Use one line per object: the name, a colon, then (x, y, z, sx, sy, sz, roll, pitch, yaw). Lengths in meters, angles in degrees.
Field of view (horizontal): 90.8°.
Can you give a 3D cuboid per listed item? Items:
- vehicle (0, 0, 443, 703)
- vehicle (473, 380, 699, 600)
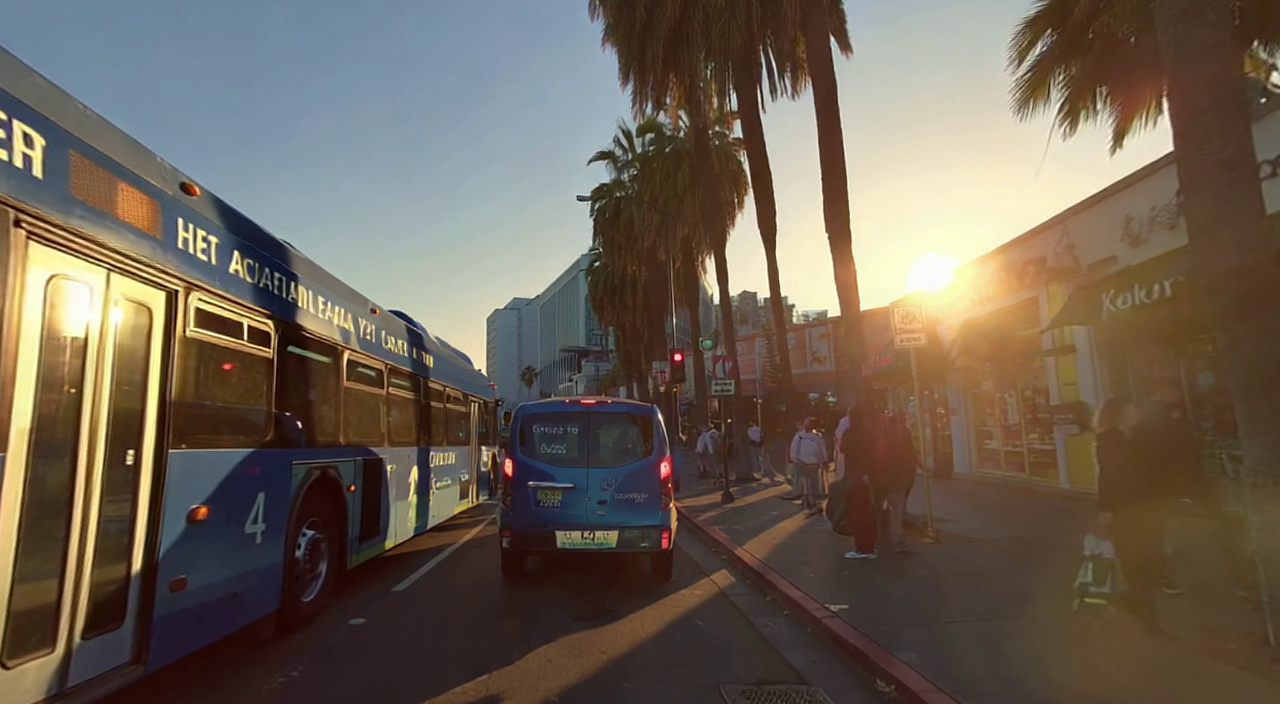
vehicle: (-3.720, 0.132, 2.851, 2.863, 3.233, 11.573, 1, -8, -5)
vehicle: (-0.793, 1.524, 7.801, 2.002, 1.907, 4.211, 1, -9, -9)
